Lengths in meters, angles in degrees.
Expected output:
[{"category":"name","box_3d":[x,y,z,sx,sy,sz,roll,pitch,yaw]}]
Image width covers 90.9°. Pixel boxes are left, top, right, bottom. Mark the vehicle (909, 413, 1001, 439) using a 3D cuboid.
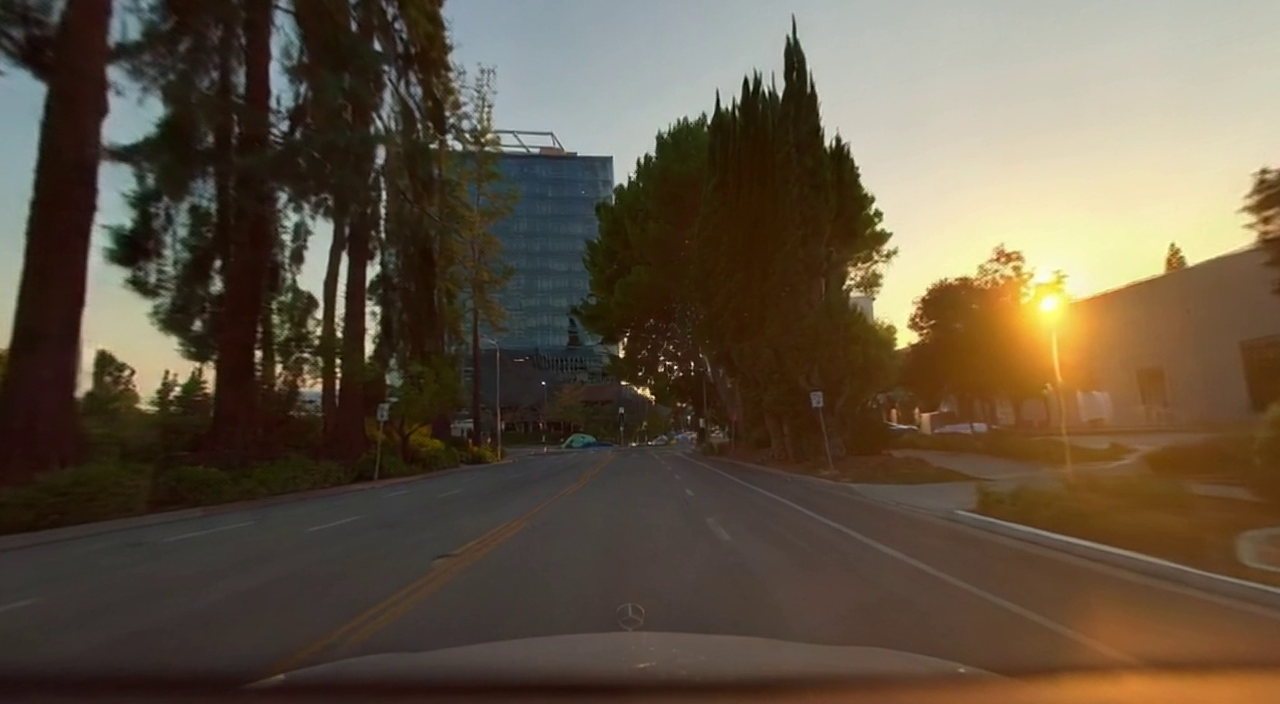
[{"category":"vehicle","box_3d":[22.939,5.412,46.037,5.623,1.647,1.832,-2,-6,0]}]
